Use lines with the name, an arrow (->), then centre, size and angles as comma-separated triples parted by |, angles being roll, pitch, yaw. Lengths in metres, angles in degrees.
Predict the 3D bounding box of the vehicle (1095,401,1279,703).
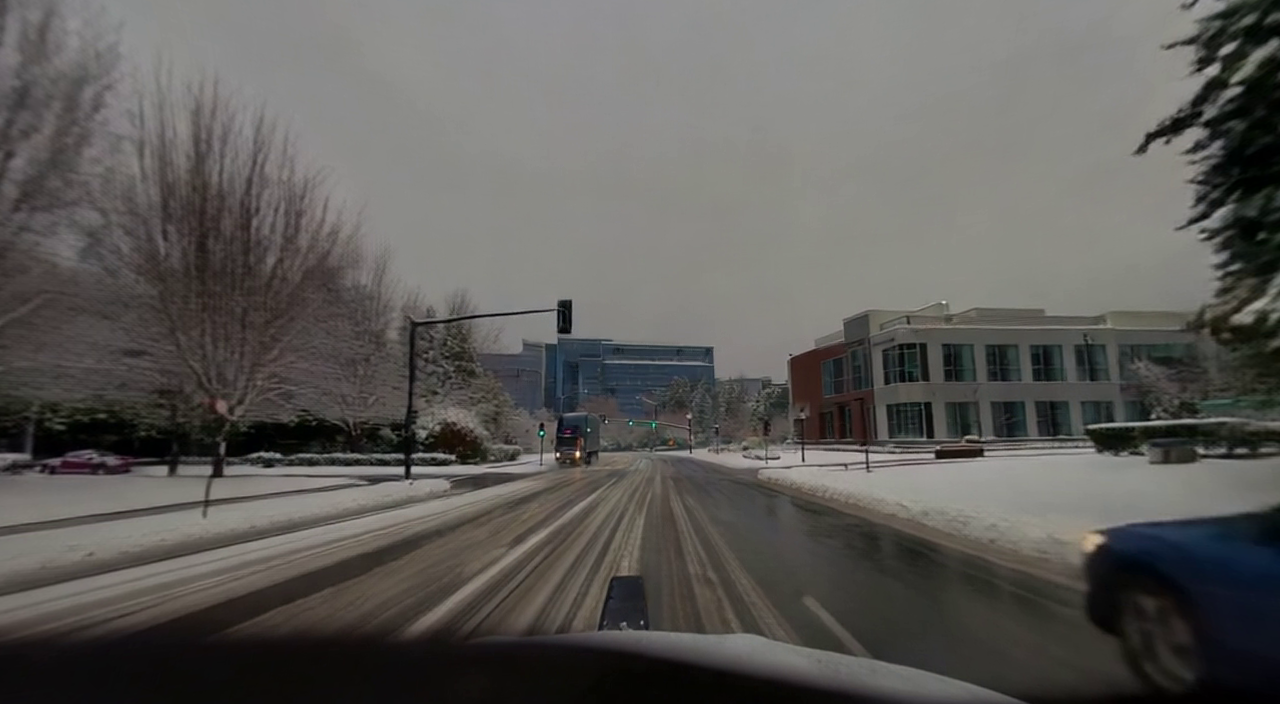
vehicle -> 3.718, 0.773, 1.419 | 2.098, 1.509, 4.389 | 0, -9, 0
